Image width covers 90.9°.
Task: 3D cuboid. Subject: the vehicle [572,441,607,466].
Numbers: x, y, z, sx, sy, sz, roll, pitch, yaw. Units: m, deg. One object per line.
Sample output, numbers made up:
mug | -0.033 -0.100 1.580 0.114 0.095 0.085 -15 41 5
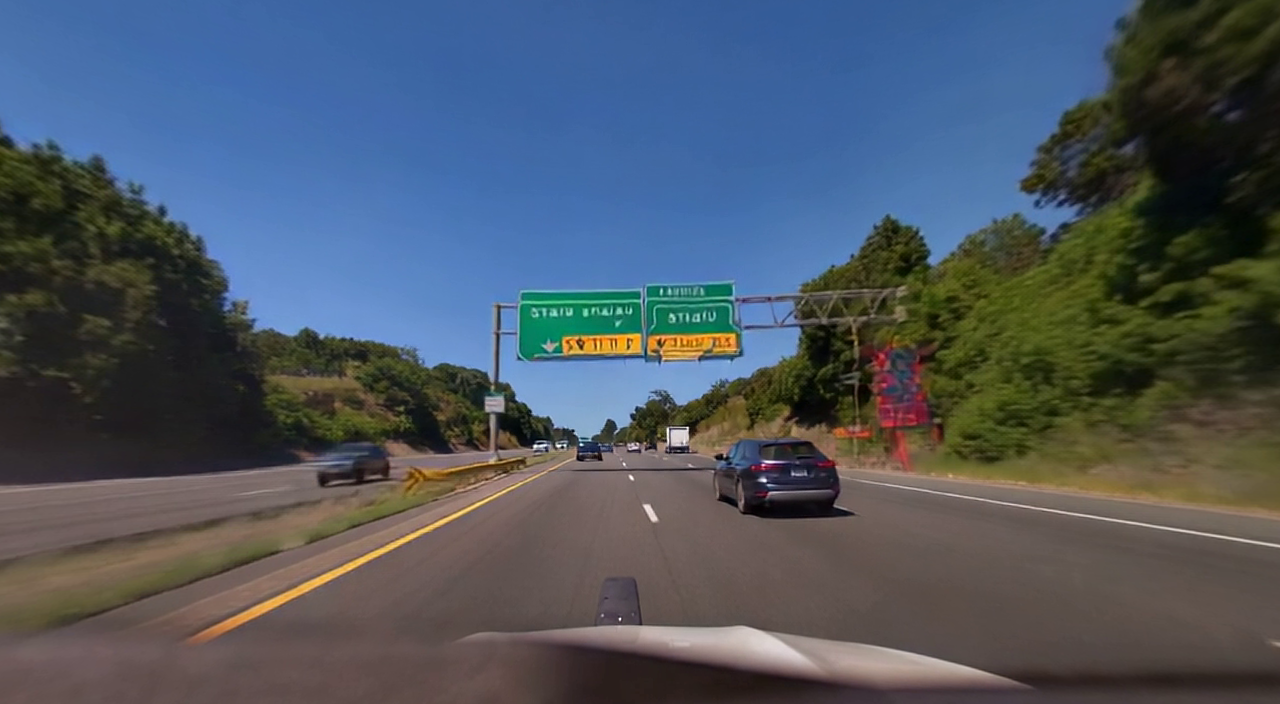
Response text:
vehicle | -3.142 6.385 39.878 2.055 1.466 4.317 0 -8 -3

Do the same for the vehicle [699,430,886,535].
vehicle | 2.450 2.223 11.596 1.961 1.495 4.743 1 -8 -4

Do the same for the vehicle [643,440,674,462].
vehicle | 1.330 7.337 46.813 1.995 1.556 3.893 0 -8 -4

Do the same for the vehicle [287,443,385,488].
vehicle | -11.361 4.218 23.890 1.918 1.515 3.988 0 -8 -3
